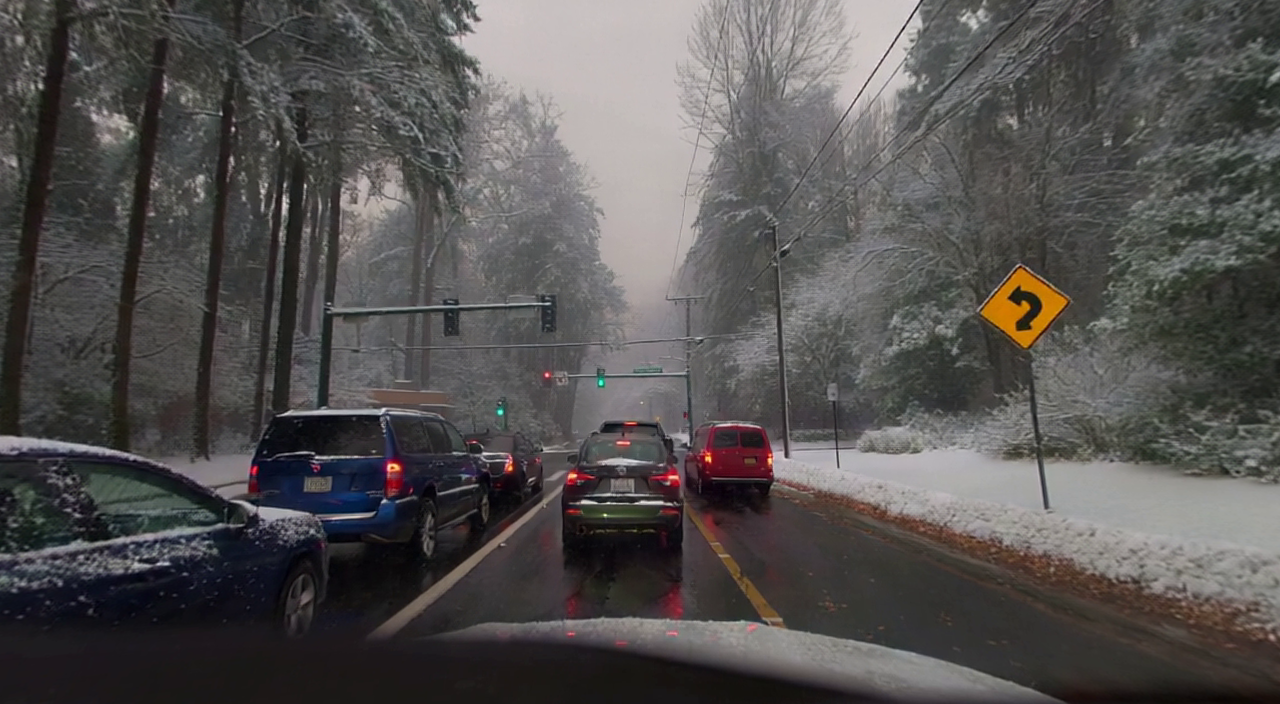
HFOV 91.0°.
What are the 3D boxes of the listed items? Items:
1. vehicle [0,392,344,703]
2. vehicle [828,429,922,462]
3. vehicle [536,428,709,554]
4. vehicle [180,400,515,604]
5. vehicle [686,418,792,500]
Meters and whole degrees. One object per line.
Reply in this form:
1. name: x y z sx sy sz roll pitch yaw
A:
1. vehicle: -2.919 0.832 1.628 1.974 1.484 4.716 0 -8 0
2. vehicle: 11.380 4.556 30.695 3.883 1.534 1.779 0 -8 2
3. vehicle: -0.255 1.920 9.349 2.025 1.453 3.848 0 -8 -2
4. vehicle: -2.894 1.575 7.454 1.964 1.712 4.097 0 -8 0
5. vehicle: 2.451 2.811 16.867 2.059 1.864 4.541 0 -8 -1
